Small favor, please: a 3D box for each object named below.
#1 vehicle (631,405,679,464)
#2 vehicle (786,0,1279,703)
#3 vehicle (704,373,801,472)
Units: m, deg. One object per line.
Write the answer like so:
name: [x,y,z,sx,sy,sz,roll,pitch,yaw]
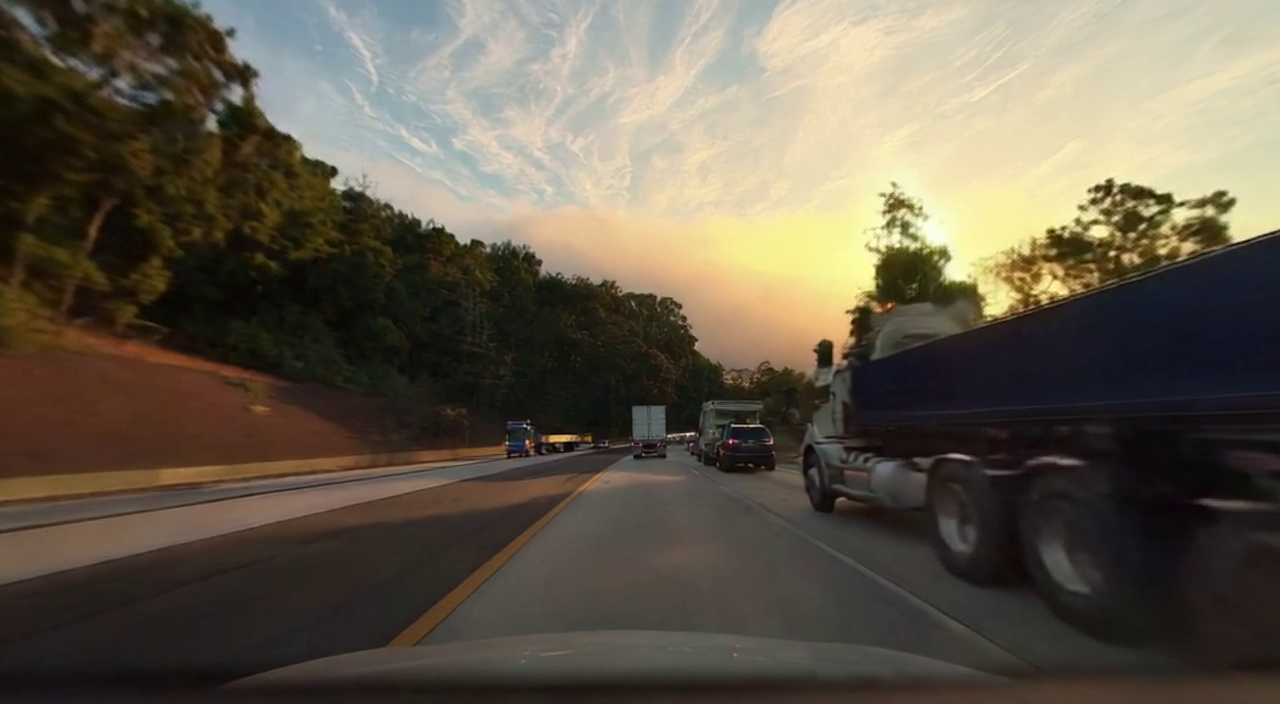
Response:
vehicle: [0.926,5.151,39.094,2.644,3.247,7.454,-1,-8,2]
vehicle: [4.506,0.364,7.481,2.889,4.034,11.142,0,-8,0]
vehicle: [5.292,3.788,32.455,2.749,4.051,12.981,-1,-8,1]
